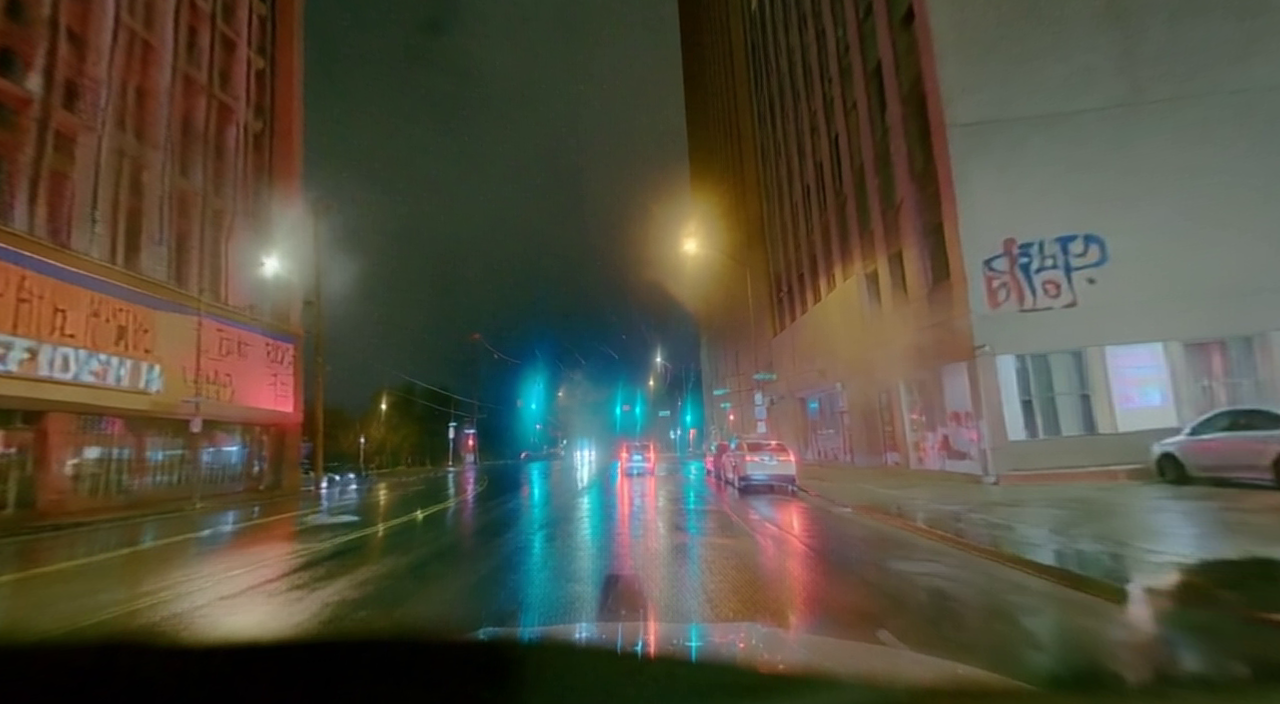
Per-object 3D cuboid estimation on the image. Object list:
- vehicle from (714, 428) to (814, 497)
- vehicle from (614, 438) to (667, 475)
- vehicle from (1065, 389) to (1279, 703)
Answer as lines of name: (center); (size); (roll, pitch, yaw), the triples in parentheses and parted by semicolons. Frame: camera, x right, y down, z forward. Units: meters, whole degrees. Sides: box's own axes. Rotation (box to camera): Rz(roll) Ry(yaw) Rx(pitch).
vehicle: (3.378, 3.110, 18.075); (1.938, 1.714, 4.402); (0, -9, -1)
vehicle: (0.012, 4.615, 27.899); (2.153, 1.505, 4.452); (0, -9, 0)
vehicle: (3.127, 0.726, 0.937); (2.062, 1.535, 4.206); (0, -9, 1)
